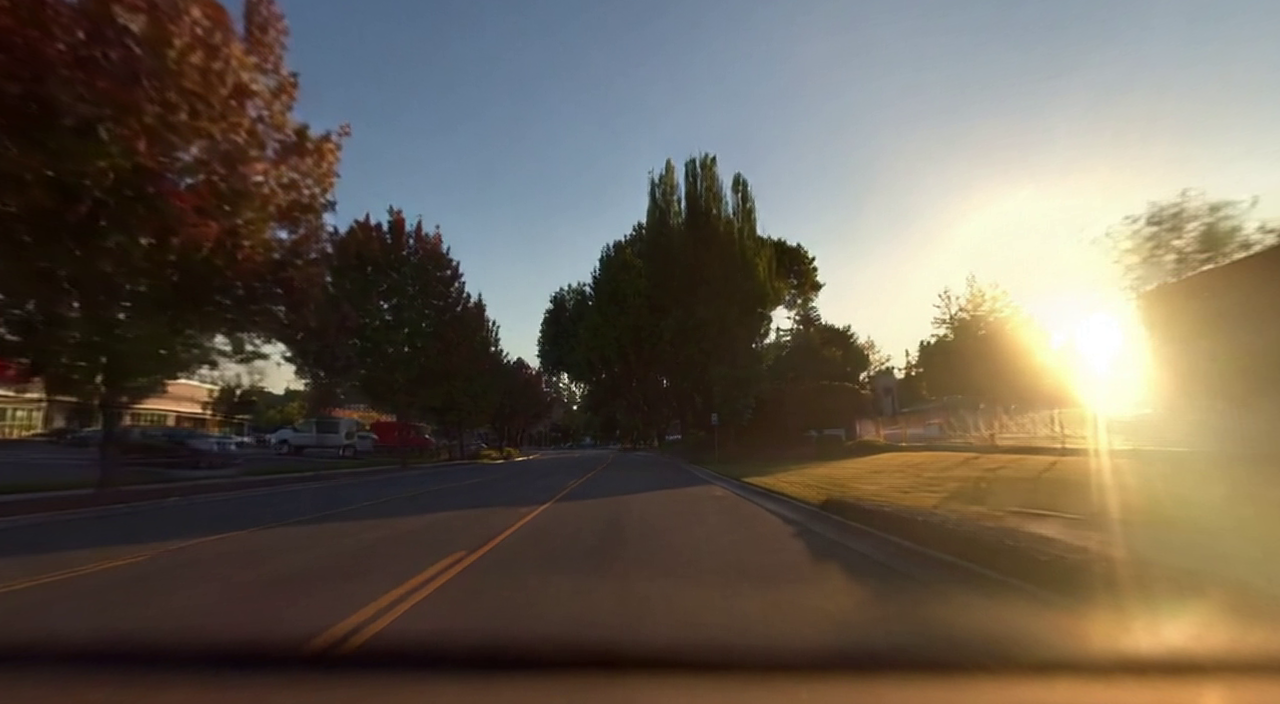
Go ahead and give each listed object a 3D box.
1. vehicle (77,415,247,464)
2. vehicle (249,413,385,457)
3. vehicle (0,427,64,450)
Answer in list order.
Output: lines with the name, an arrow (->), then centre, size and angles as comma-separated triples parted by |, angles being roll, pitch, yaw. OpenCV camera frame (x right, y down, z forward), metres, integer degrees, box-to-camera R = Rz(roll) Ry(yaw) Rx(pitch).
vehicle -> -19.409, 3.602, 25.877 | 5.109, 1.891, 2.206 | 0, -8, -1
vehicle -> -19.776, 5.135, 38.977 | 6.919, 2.613, 2.356 | 1, -8, -5
vehicle -> -46.373, 6.503, 47.504 | 4.146, 1.644, 1.716 | 5, -10, -33
